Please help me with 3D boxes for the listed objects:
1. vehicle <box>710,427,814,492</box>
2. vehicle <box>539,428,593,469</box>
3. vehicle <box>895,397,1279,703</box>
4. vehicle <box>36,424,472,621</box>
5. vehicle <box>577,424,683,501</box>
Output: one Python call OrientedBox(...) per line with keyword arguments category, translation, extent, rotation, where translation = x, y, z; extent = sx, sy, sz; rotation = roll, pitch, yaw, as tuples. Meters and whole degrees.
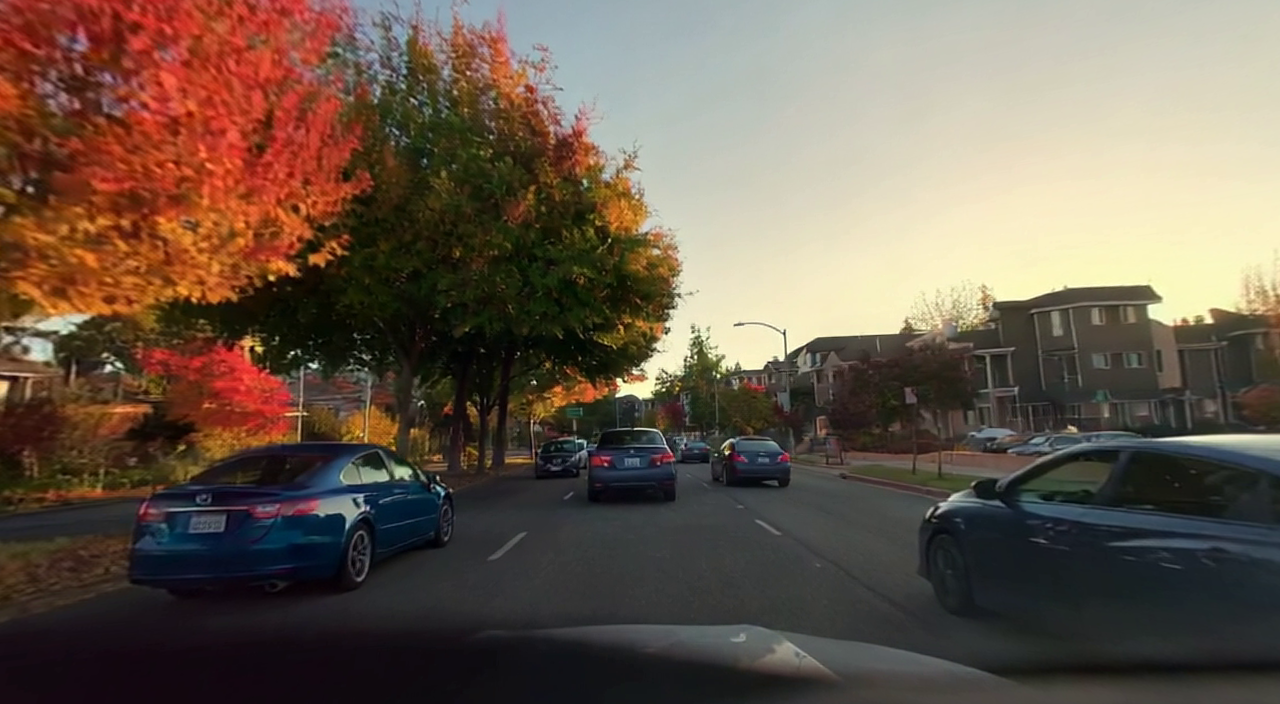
OrientedBox(category="vehicle", translation=(3.390, 3.096, 18.409), extent=(2.019, 1.675, 4.488), rotation=(0, -8, -2))
OrientedBox(category="vehicle", translation=(-3.908, 5.232, 34.101), extent=(2.246, 2.062, 5.123), rotation=(0, -8, 1))
OrientedBox(category="vehicle", translation=(3.364, 1.074, 3.400), extent=(2.060, 1.474, 4.475), rotation=(0, -8, 0))
OrientedBox(category="vehicle", translation=(-3.567, 1.639, 7.120), extent=(1.997, 1.479, 4.547), rotation=(0, -8, 1))
OrientedBox(category="vehicle", translation=(-0.236, 2.734, 15.850), extent=(2.293, 1.662, 4.262), rotation=(0, -8, -1))
